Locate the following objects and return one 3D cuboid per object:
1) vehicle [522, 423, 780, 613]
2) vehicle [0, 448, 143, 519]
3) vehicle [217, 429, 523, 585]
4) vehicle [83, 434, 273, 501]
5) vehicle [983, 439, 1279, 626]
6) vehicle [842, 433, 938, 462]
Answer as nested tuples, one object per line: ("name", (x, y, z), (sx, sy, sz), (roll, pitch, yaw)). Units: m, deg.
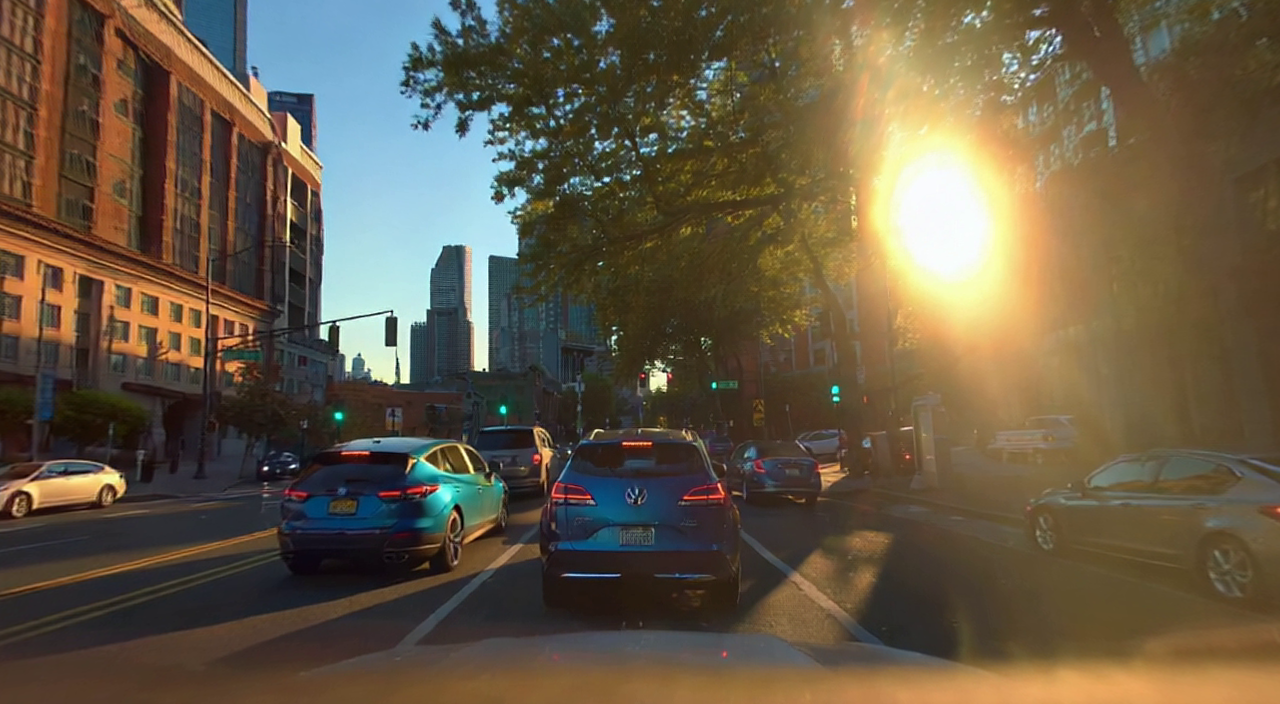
("vehicle", (0.084, 1.584, 6.828), (2.022, 1.481, 3.564), (0, -9, 0))
("vehicle", (-16.236, 3.445, 17.010), (1.914, 1.690, 4.461), (0, -9, 1))
("vehicle", (-3.000, 1.815, 8.216), (2.131, 1.486, 4.089), (0, -9, 1))
("vehicle", (-16.160, 4.059, 22.665), (2.195, 2.053, 5.980), (0, -9, 1))
("vehicle", (5.967, 1.703, 6.878), (1.873, 1.453, 4.579), (0, -9, 0))
("vehicle", (16.361, 6.276, 41.510), (5.345, 1.811, 2.175), (0, -9, -1))
